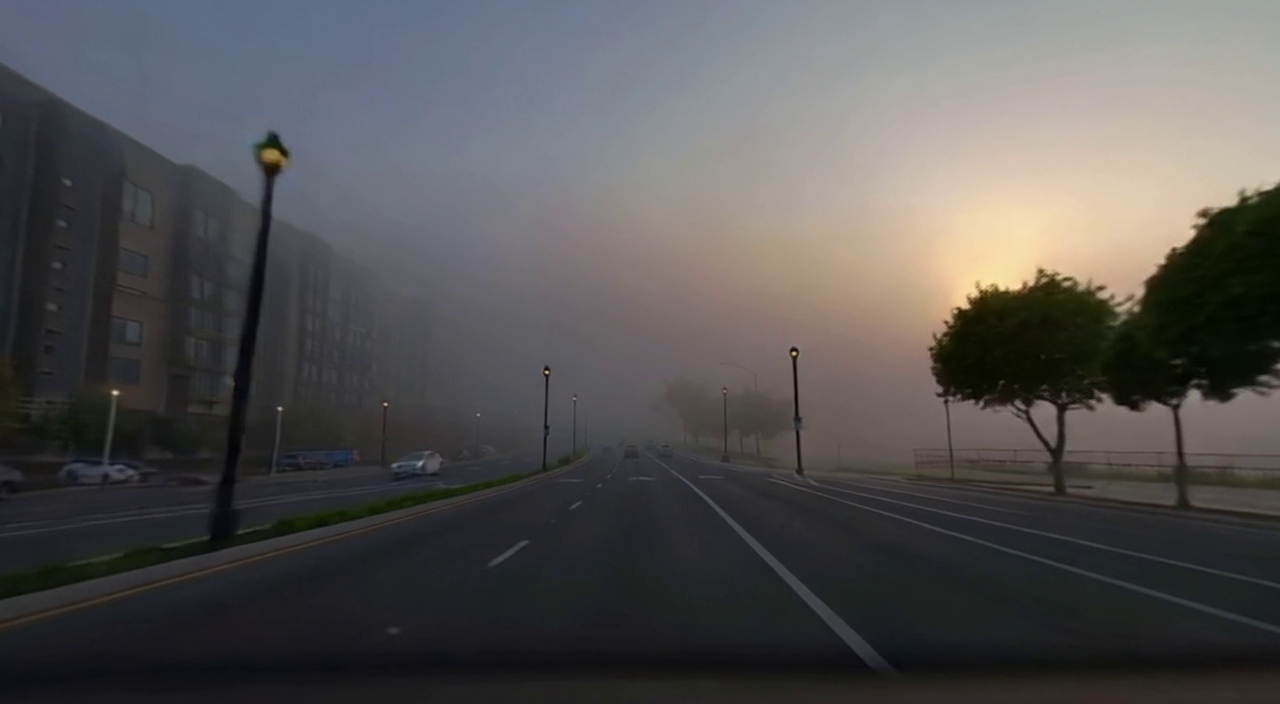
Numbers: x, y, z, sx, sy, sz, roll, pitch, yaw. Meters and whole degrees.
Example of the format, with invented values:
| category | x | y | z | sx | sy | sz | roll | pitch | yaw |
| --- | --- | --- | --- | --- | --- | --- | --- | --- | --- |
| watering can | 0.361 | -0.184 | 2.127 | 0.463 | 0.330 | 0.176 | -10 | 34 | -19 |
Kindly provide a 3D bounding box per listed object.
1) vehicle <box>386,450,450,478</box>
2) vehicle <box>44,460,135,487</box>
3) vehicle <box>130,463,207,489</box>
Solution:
| category | x | y | z | sx | sy | sz | roll | pitch | yaw |
| --- | --- | --- | --- | --- | --- | --- | --- | --- | --- |
| vehicle | -12.486 | 6.306 | 35.758 | 1.811 | 1.433 | 4.387 | -1 | -9 | 4 |
| vehicle | -34.474 | 7.589 | 39.570 | 3.844 | 1.533 | 1.734 | 4 | -10 | -26 |
| vehicle | -28.937 | 7.623 | 38.806 | 1.629 | 1.411 | 3.897 | -1 | -9 | 2 |
